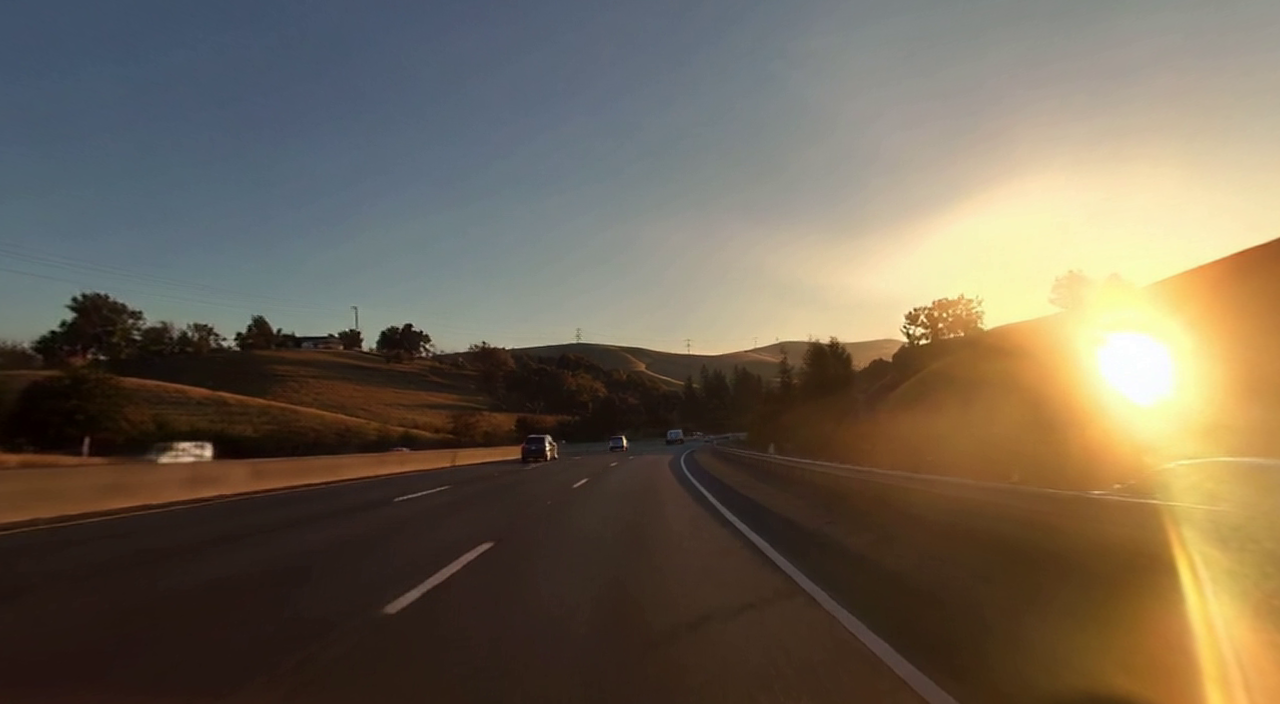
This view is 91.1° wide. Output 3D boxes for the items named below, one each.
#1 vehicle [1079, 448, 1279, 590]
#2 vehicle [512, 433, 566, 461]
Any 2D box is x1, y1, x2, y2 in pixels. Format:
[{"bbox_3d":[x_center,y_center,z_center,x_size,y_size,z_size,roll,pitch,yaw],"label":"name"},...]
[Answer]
[{"bbox_3d":[10.267,2.565,10.123,2.325,1.972,5.577,0,-8,0],"label":"vehicle"},{"bbox_3d":[-5.744,5.463,36.232,2.010,1.489,4.456,-1,-8,5],"label":"vehicle"}]
